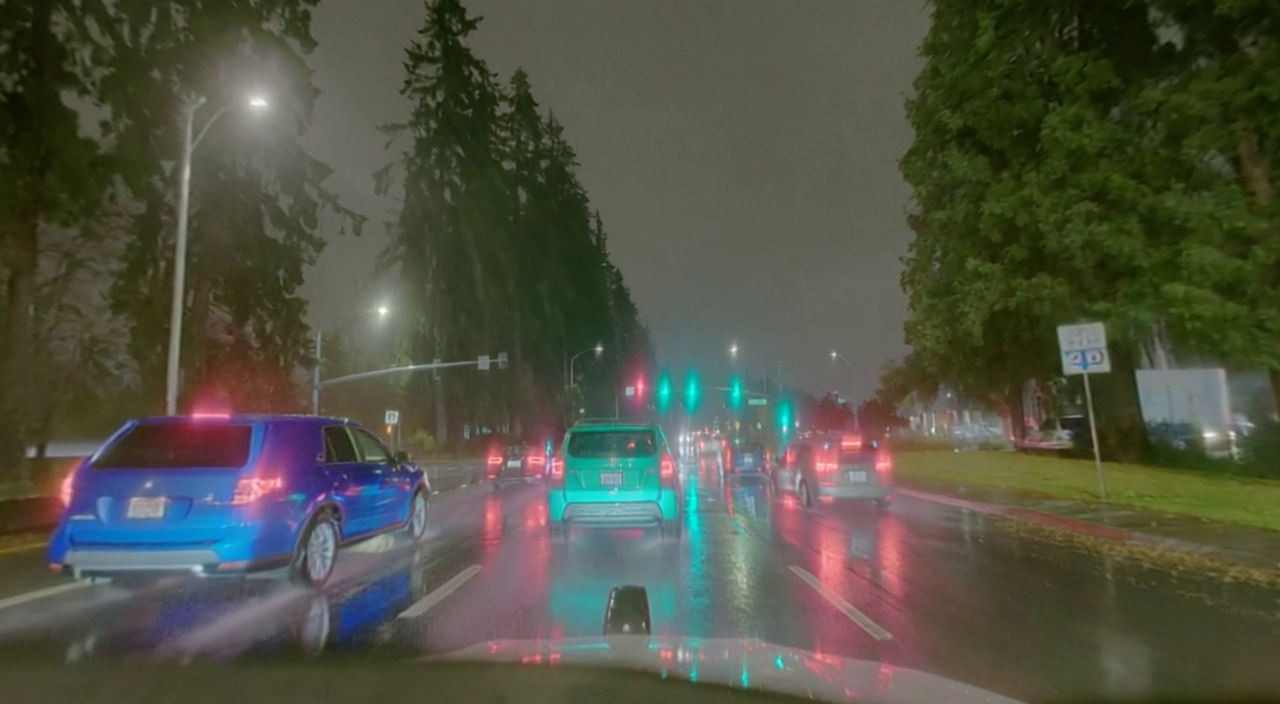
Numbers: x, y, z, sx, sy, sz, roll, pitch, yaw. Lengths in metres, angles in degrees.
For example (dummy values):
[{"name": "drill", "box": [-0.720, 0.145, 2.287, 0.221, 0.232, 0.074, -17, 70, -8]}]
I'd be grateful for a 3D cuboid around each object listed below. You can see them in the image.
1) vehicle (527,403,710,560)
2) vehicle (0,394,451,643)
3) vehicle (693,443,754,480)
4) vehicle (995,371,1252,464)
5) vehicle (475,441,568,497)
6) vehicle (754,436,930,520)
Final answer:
[{"name": "vehicle", "box": [-0.243, 1.841, 9.674, 2.132, 1.816, 4.471, 0, -8, 0]}, {"name": "vehicle", "box": [-3.696, 1.470, 6.580, 2.039, 1.709, 4.265, 0, -8, 1]}, {"name": "vehicle", "box": [3.446, 4.612, 26.879, 1.996, 1.443, 4.270, 0, -8, -1]}, {"name": "vehicle", "box": [17.869, 2.497, 23.669, 7.314, 3.230, 2.680, 0, -8, -1]}, {"name": "vehicle", "box": [-3.382, 3.417, 18.842, 1.897, 1.479, 4.204, 0, -8, 1]}, {"name": "vehicle", "box": [4.098, 2.632, 13.803, 2.036, 1.480, 4.659, 0, -8, -4]}]
